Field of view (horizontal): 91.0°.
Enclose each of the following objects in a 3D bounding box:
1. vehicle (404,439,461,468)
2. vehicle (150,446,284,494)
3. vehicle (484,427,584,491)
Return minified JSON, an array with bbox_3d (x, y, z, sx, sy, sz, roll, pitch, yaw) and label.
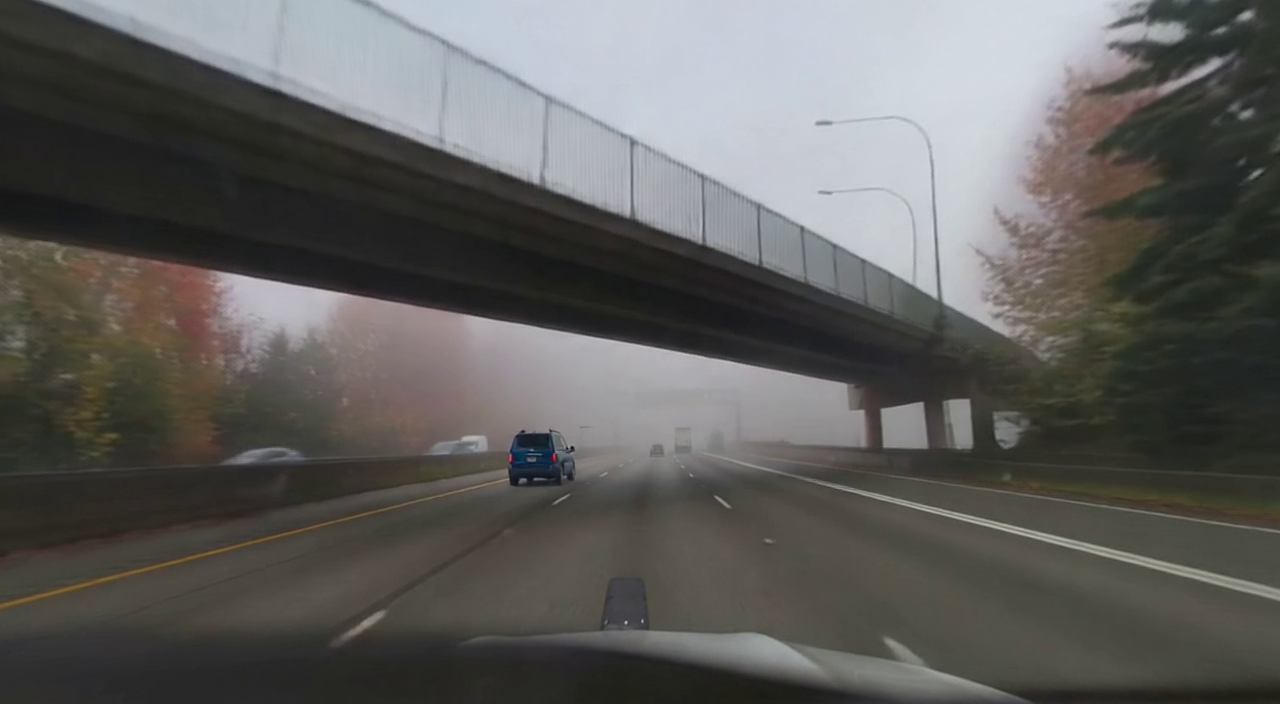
[{"bbox_3d":[-14.775,7.263,45.114,2.177,1.939,4.990,-1,-8,3],"label":"vehicle"},{"bbox_3d":[-15.977,4.450,24.087,1.919,1.613,4.379,-1,-8,2],"label":"vehicle"},{"bbox_3d":[-3.105,3.246,19.444,2.177,1.707,4.432,0,-8,2],"label":"vehicle"}]
